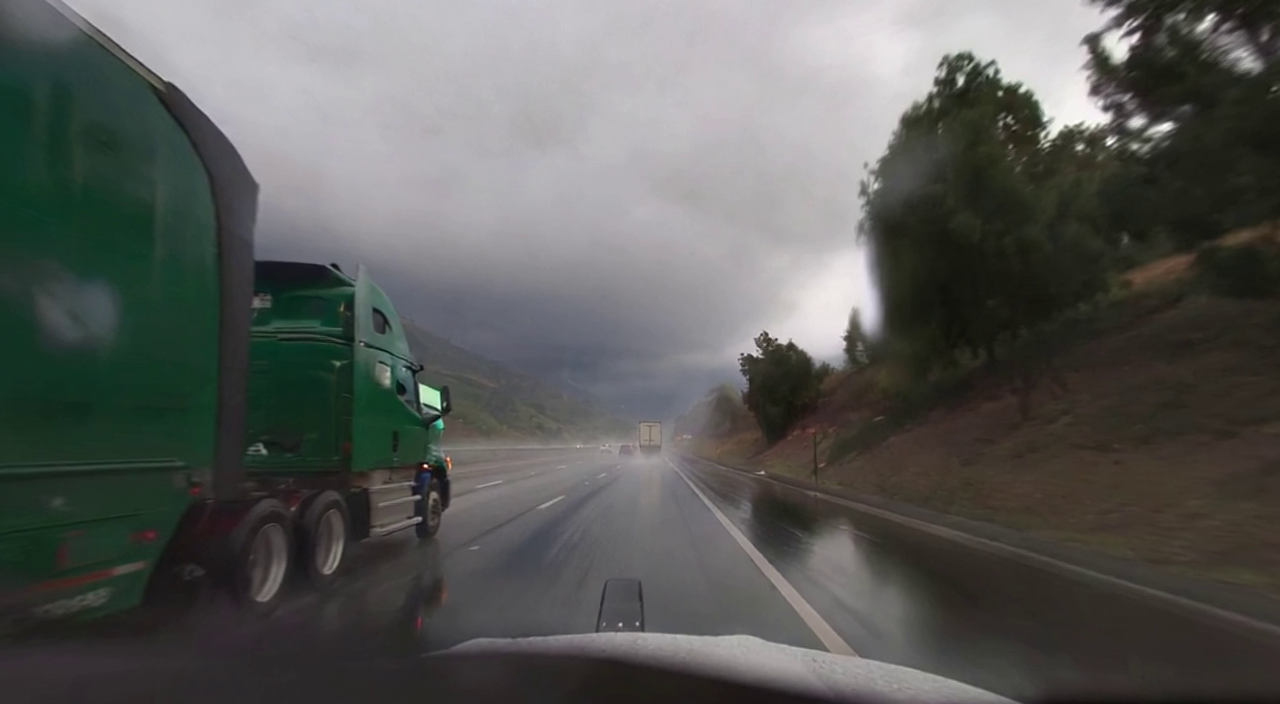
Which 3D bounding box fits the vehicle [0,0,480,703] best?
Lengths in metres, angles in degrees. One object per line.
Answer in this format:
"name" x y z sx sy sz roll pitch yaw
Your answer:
"vehicle" -3.716 0.299 4.703 2.989 3.493 8.299 1 -9 -1
